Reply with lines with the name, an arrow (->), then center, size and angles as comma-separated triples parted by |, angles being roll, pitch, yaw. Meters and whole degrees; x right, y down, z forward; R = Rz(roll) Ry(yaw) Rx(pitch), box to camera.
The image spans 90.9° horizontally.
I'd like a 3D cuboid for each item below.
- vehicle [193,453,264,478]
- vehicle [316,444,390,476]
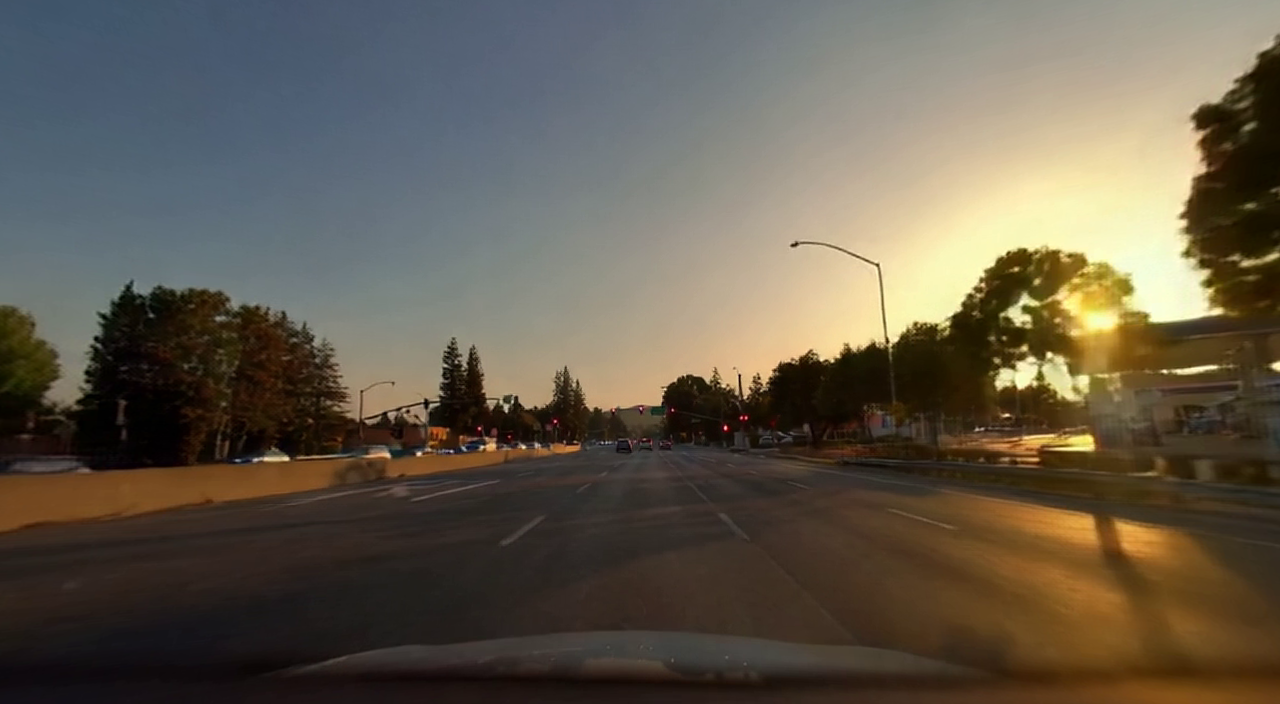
vehicle -> -26.448, 7.284, 40.655 | 1.851, 1.421, 3.935 | 0, -8, 0
vehicle -> -14.812, 5.569, 32.811 | 1.880, 1.496, 4.246 | 0, -8, 0
